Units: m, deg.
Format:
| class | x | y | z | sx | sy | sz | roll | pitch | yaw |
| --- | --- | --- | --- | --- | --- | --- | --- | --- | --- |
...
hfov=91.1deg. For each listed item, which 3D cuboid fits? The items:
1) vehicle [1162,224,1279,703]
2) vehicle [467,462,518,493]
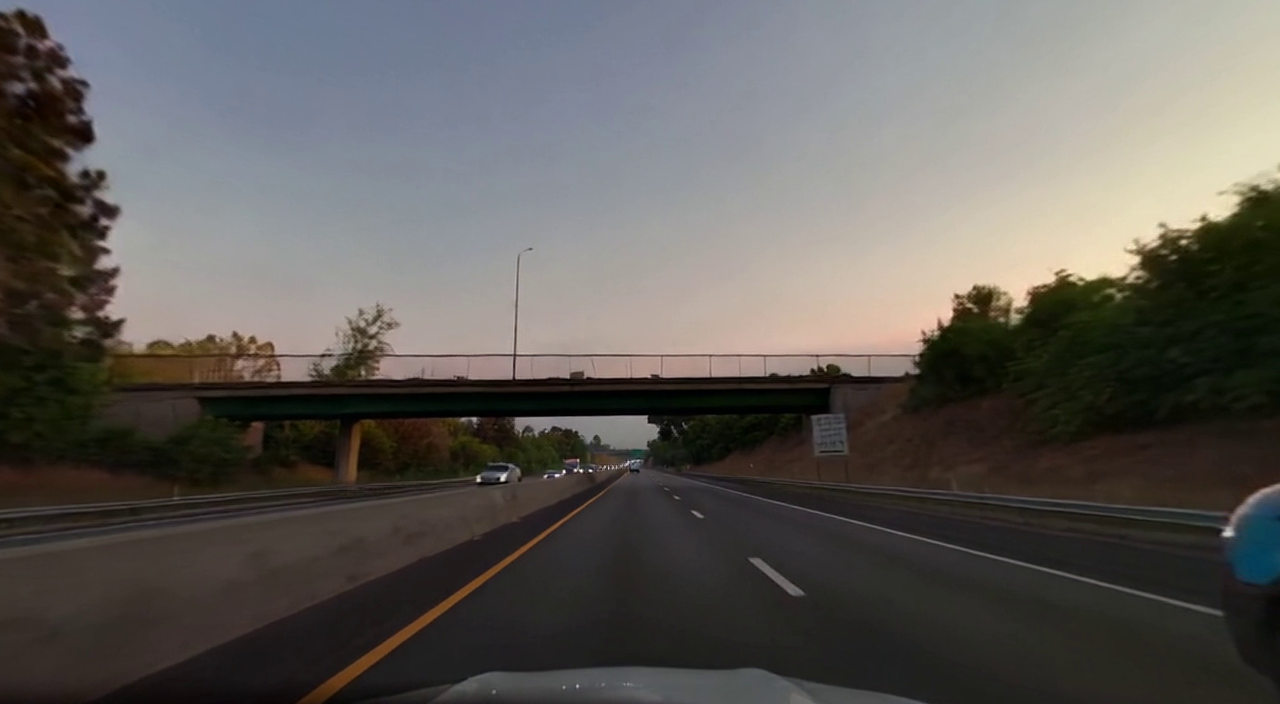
| class | x | y | z | sx | sy | sz | roll | pitch | yaw |
| --- | --- | --- | --- | --- | --- | --- | --- | --- | --- |
| vehicle | 4.546 | 0.141 | 0.444 | 2.372 | 2.581 | 6.763 | 1 | -11 | -1 |
| vehicle | -8.676 | 7.433 | 37.341 | 2.013 | 1.672 | 4.241 | 1 | -11 | 0 |
